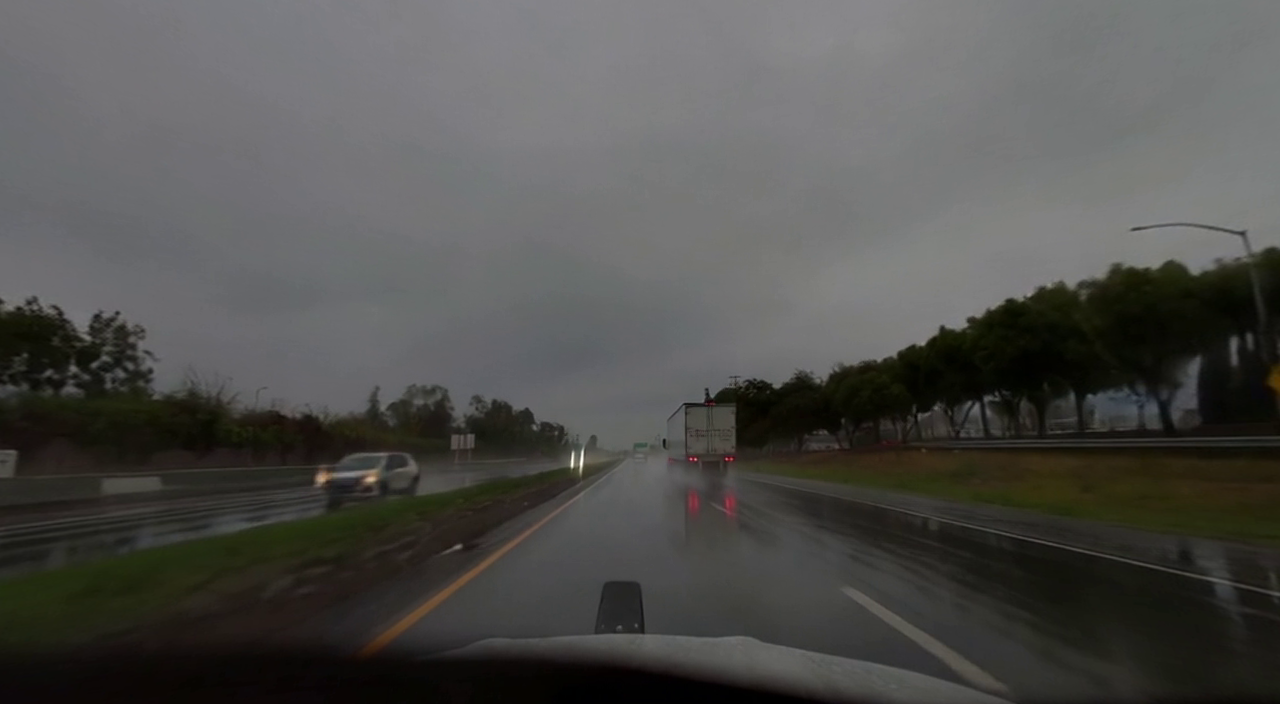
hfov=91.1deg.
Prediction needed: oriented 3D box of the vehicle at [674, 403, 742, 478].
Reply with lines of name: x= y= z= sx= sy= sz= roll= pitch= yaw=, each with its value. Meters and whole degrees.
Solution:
vehicle: x=4.121 y=5.895 z=41.258 sx=3.185 sy=4.154 sz=12.638 roll=0 pitch=-9 yaw=1

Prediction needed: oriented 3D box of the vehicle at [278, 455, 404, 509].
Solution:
vehicle: x=-9.161 y=3.987 z=19.686 sx=1.908 sy=1.448 sz=4.097 roll=0 pitch=-9 yaw=0
